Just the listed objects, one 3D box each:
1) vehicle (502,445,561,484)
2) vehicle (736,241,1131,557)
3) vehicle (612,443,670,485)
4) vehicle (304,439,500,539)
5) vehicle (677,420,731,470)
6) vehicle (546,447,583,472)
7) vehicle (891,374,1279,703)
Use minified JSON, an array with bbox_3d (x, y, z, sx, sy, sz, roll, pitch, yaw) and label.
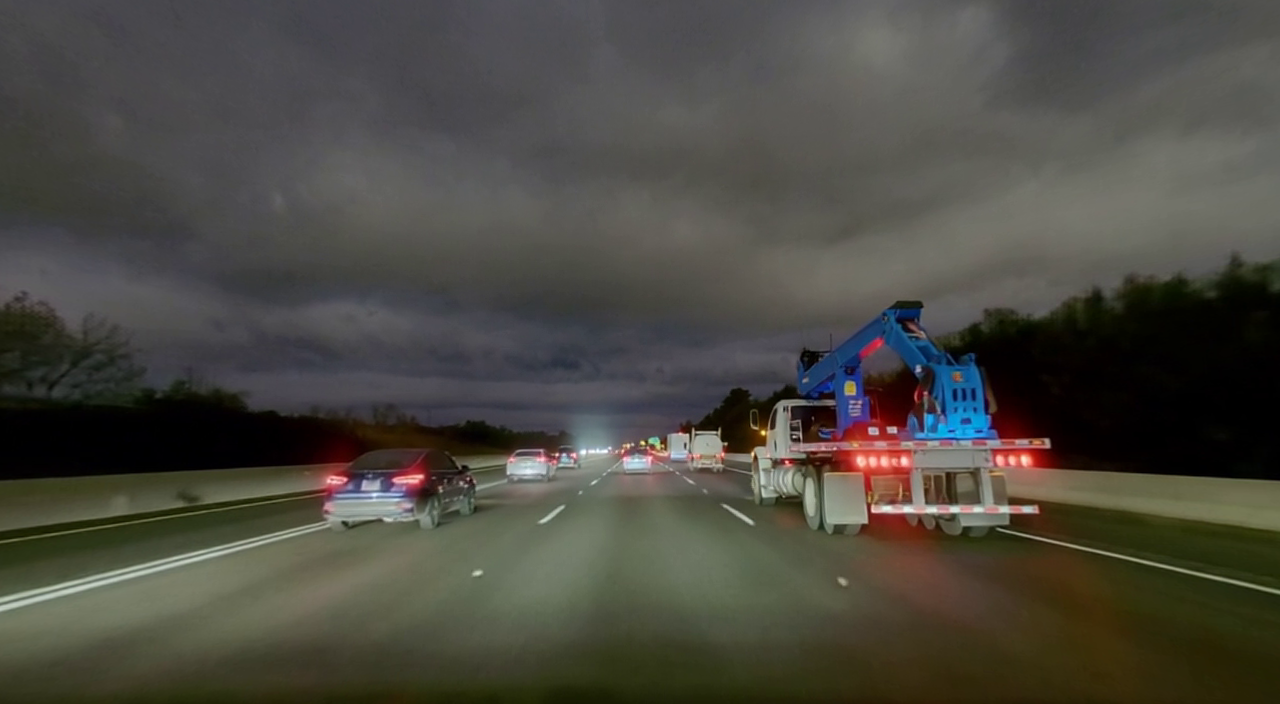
[{"bbox_3d":[-4.598,4.812,27.131,1.858,1.527,3.974,0,-9,0],"label":"vehicle"},{"bbox_3d":[3.923,1.123,11.377,2.975,3.618,8.456,0,-9,0],"label":"vehicle"},{"bbox_3d":[-0.020,4.431,25.038,2.150,1.498,3.988,0,-9,-2],"label":"vehicle"},{"bbox_3d":[-4.202,2.483,12.068,1.880,1.507,4.757,0,-9,1],"label":"vehicle"},{"bbox_3d":[3.879,5.905,39.459,2.416,2.829,7.016,0,-9,-2],"label":"vehicle"},{"bbox_3d":[-4.814,6.956,40.611,1.924,1.481,4.264,0,-9,-1],"label":"vehicle"},{"bbox_3d":[4.076,1.100,3.924,2.599,1.631,5.693,0,-9,-1],"label":"vehicle"}]
